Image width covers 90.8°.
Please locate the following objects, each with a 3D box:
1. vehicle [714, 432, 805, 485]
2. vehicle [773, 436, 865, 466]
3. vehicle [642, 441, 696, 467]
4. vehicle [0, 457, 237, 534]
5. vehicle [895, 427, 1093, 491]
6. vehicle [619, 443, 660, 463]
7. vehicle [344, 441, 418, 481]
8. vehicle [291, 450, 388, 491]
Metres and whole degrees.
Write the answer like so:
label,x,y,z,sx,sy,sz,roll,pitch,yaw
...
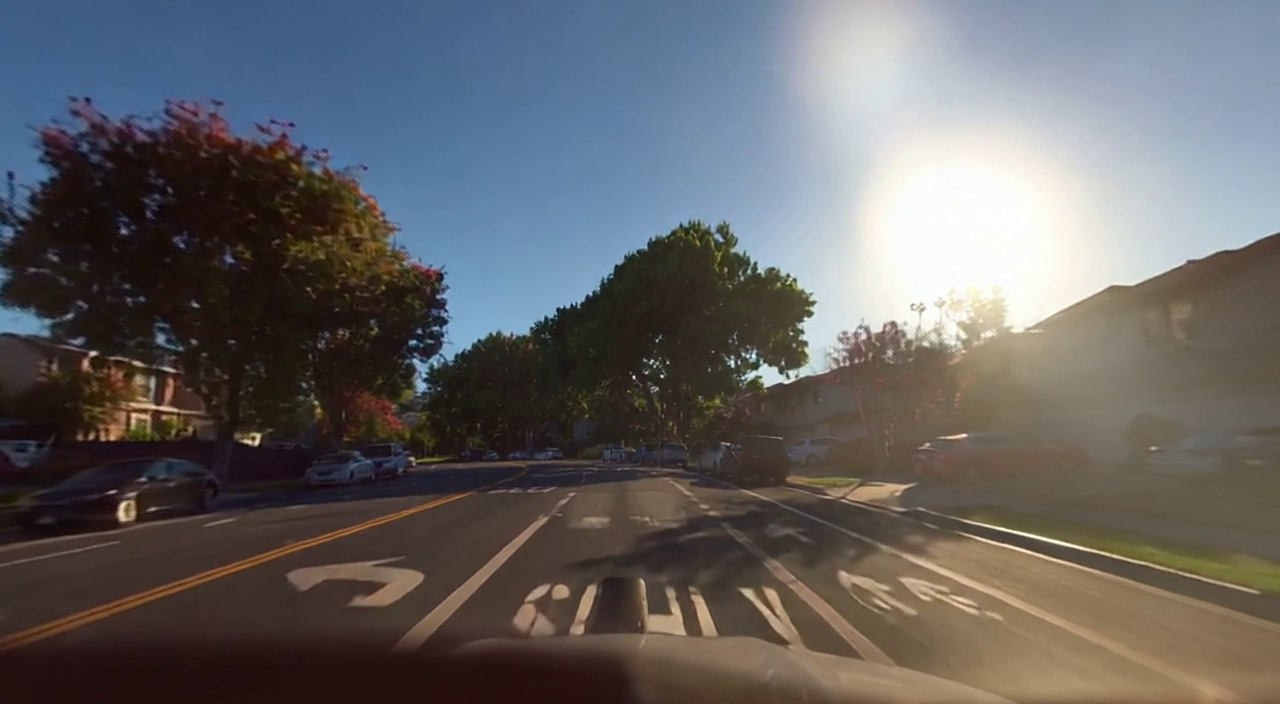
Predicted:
label,x,y,z,sx,sy,sz,roll,pitch,yaw
vehicle,4.274,3.912,23.490,2.184,1.770,4.651,1,-9,-4
vehicle,9.353,5.203,33.216,4.158,1.521,1.921,1,-9,-6
vehicle,1.853,6.752,42.101,2.367,1.614,4.463,2,-9,-14
vehicle,-11.644,3.193,14.625,1.948,1.410,4.361,0,-9,-3
vehicle,10.101,3.080,18.268,4.512,1.477,1.927,-3,-9,-3
vehicle,-0.068,7.775,48.670,1.844,1.485,4.193,3,-9,-20
vehicle,-12.691,5.354,31.347,2.107,1.810,4.708,1,-9,-6
vehicle,-12.176,4.794,25.989,2.012,1.478,4.661,1,-9,-4
